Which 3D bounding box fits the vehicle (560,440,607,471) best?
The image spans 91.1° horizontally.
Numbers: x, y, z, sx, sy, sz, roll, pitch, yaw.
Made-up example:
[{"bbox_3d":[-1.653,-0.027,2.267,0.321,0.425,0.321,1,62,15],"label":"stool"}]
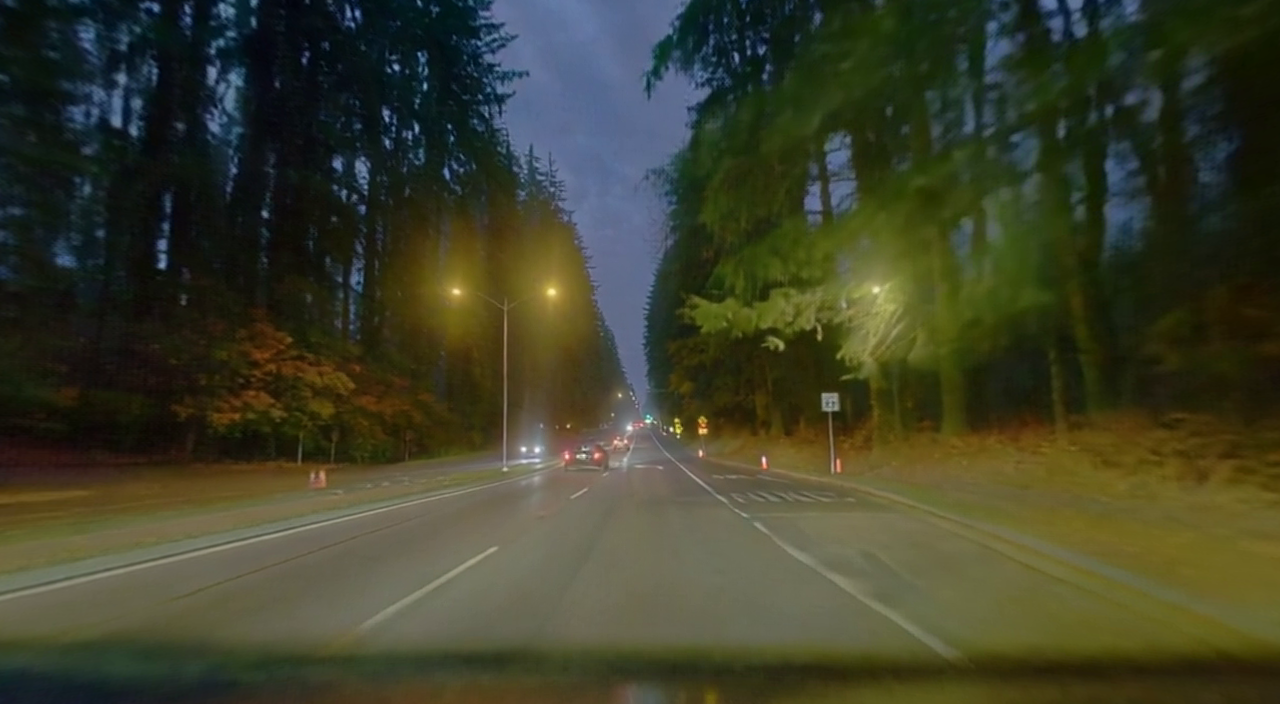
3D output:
[{"bbox_3d":[-2.921,5.442,33.248,2.029,1.511,3.922,-1,-8,2],"label":"vehicle"}]
